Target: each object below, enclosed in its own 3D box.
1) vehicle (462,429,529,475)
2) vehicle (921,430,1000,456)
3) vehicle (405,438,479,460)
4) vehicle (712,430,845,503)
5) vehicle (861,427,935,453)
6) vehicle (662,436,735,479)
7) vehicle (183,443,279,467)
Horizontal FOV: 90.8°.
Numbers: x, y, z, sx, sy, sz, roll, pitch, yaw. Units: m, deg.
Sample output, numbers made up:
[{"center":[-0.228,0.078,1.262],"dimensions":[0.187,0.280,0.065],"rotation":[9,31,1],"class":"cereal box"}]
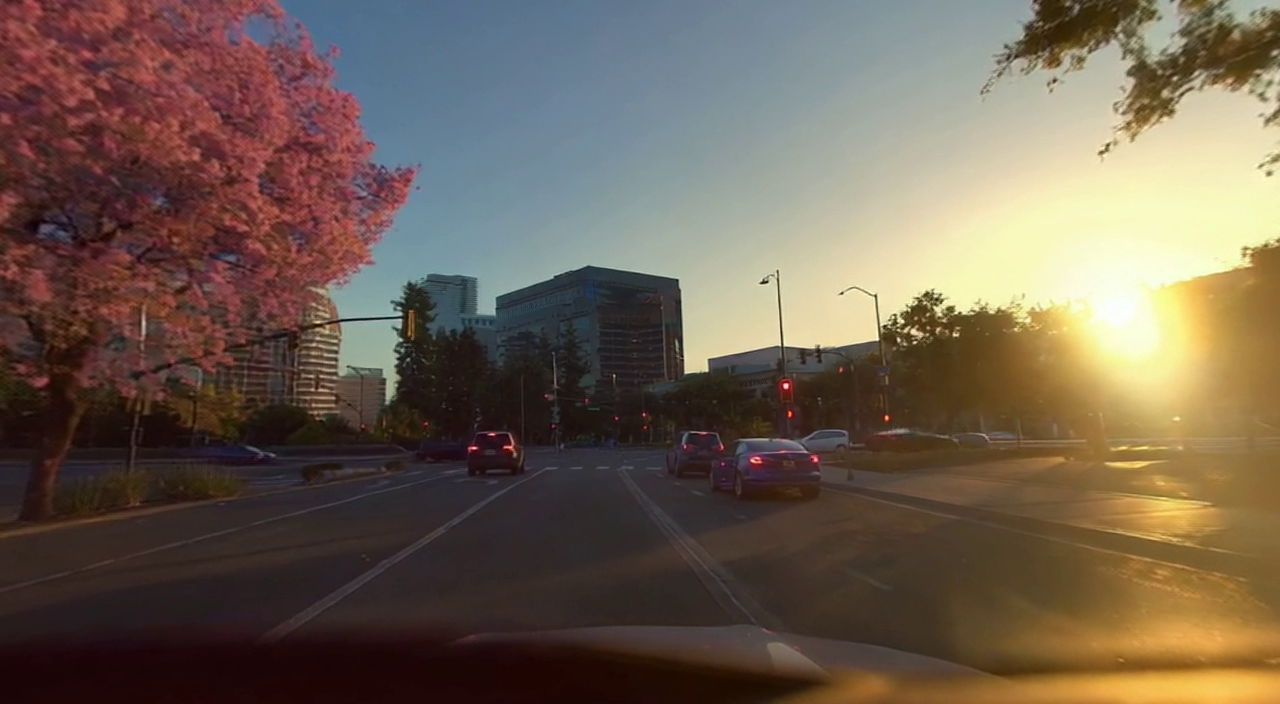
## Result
[{"center":[-5.834,4.077,26.011],"dimensions":[1.995,1.703,4.367],"rotation":[0,-8,-4],"class":"vehicle"},{"center":[20.544,5.830,40.594],"dimensions":[4.089,1.588,1.808],"rotation":[1,-8,-5],"class":"vehicle"},{"center":[-13.655,6.695,43.695],"dimensions":[4.549,1.439,1.794],"rotation":[1,-8,-5],"class":"vehicle"},{"center":[3.203,2.758,15.640],"dimensions":[2.019,1.518,4.285],"rotation":[1,-8,-5],"class":"vehicle"},{"center":[18.834,6.438,46.243],"dimensions":[4.567,1.810,1.880],"rotation":[1,-8,-5],"class":"vehicle"},{"center":[2.099,3.930,23.861],"dimensions":[2.007,1.466,4.291],"rotation":[1,-8,-5],"class":"vehicle"},{"center":[-25.346,6.387,39.300],"dimensions":[4.526,1.452,1.920],"rotation":[1,-8,-5],"class":"vehicle"}]
